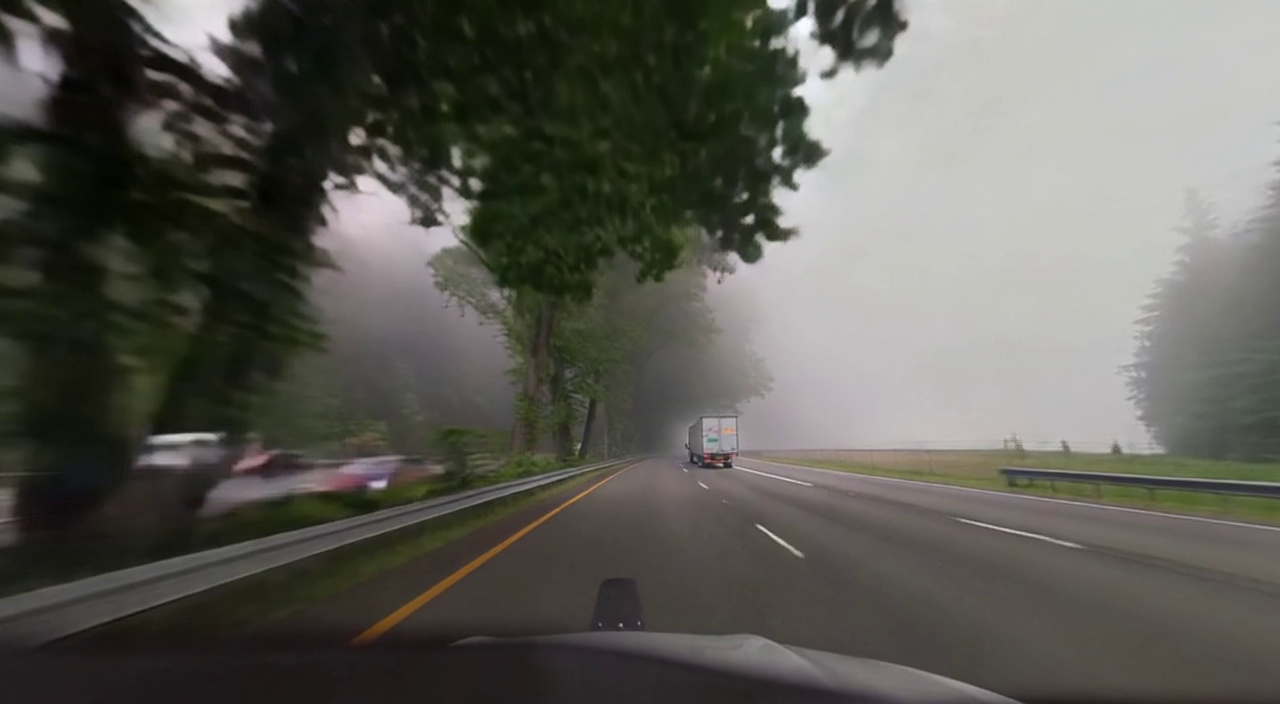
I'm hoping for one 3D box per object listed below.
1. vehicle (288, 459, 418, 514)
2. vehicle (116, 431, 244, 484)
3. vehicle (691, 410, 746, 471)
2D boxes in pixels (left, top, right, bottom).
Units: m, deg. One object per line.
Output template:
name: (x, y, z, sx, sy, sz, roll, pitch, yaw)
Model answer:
vehicle: (-8.255, 3.874, 18.599, 1.840, 1.373, 4.152, 0, -9, 1)
vehicle: (-24.594, 5.674, 34.140, 2.337, 2.586, 6.144, 0, -9, -1)
vehicle: (5.737, 6.910, 48.630, 2.859, 3.984, 14.045, 0, -9, 2)
